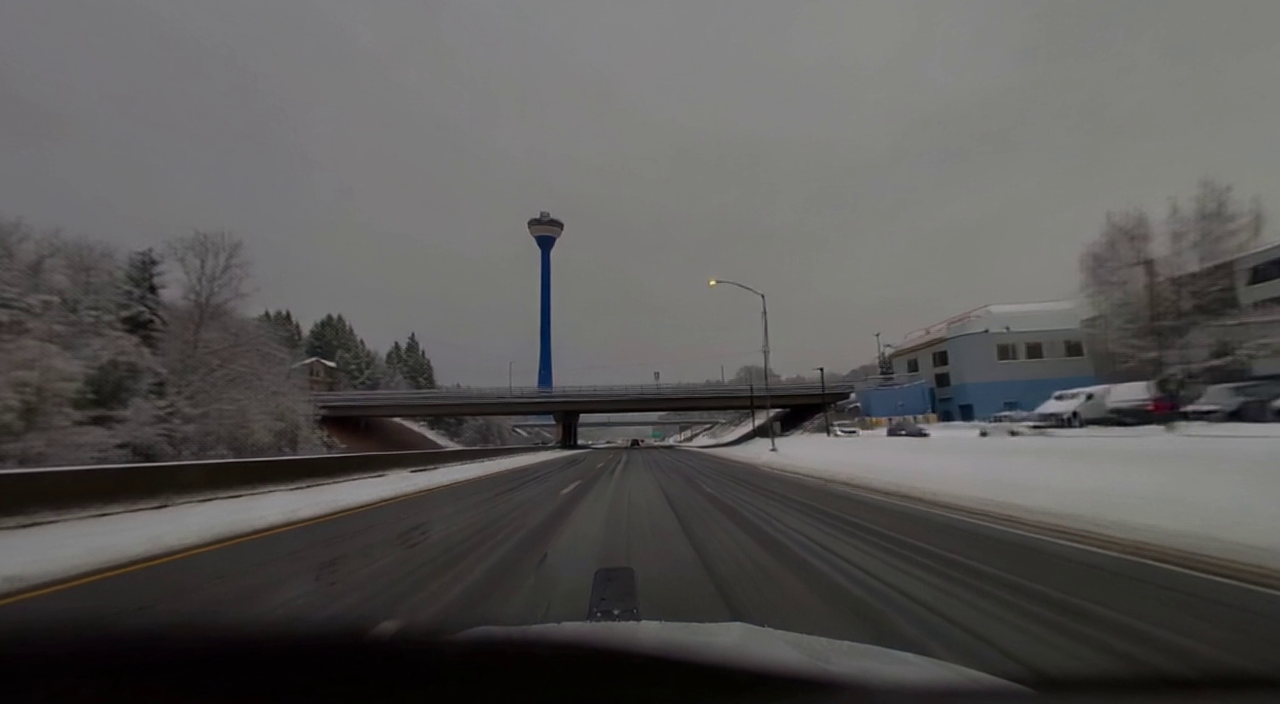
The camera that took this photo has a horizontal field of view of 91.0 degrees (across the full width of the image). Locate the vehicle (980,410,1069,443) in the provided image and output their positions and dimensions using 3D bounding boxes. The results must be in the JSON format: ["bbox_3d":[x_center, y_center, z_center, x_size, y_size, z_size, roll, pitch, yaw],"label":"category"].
[{"bbox_3d":[23.030,4.553,37.980,1.996,1.797,5.065,0,-8,-2],"label":"vehicle"}]

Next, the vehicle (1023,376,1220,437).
[{"bbox_3d":[32.411,4.033,43.619,2.939,3.399,12.682,-3,-7,-4],"label":"vehicle"}]
